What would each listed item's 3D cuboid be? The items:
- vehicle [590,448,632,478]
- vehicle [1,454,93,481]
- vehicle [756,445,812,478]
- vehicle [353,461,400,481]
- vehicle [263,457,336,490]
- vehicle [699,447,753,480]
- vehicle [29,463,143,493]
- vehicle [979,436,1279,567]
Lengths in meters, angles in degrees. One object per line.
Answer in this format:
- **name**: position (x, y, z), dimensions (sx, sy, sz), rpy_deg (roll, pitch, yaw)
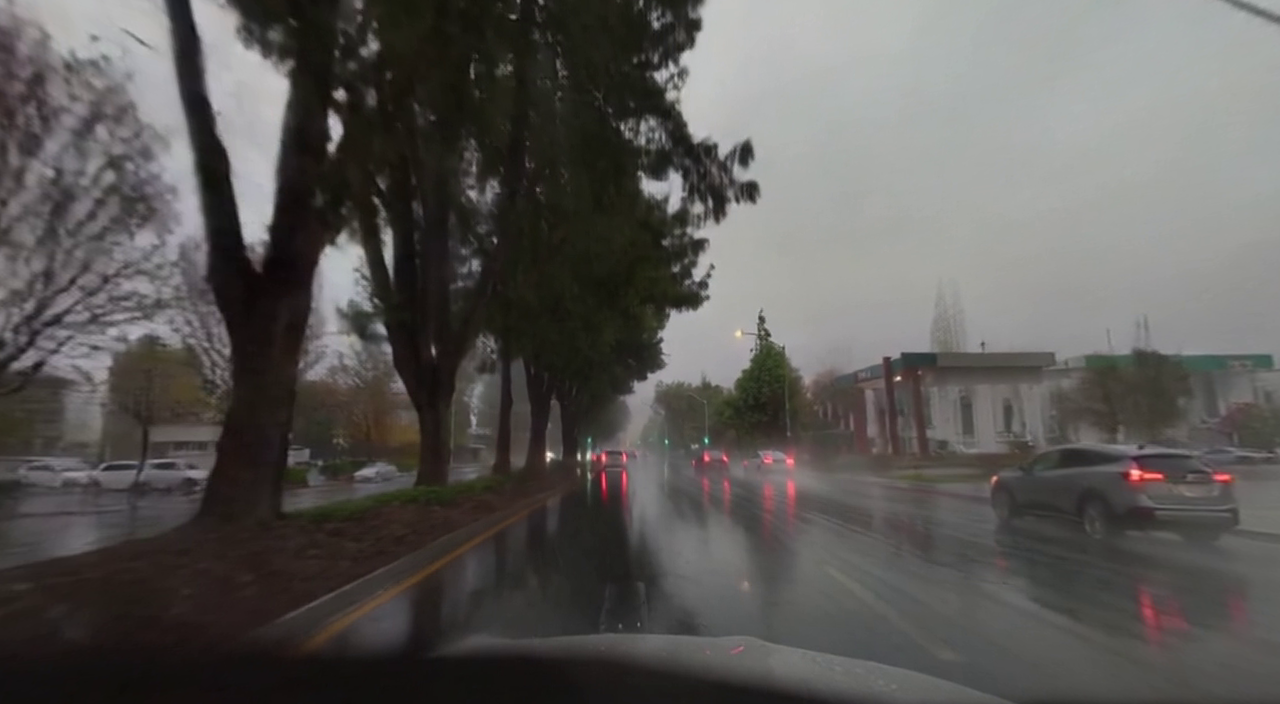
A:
- **vehicle**: position (-1.529, 5.819, 33.395), dimensions (2.077, 1.477, 3.897), rpy_deg (0, -9, -3)
- **vehicle**: position (-41.104, 7.998, 43.848), dimensions (4.361, 1.773, 2.028), rpy_deg (-1, -9, 4)
- **vehicle**: position (7.780, 5.946, 34.560), dimensions (1.945, 1.687, 4.292), rpy_deg (0, -9, -2)
- **vehicle**: position (-20.294, 9.150, 48.802), dimensions (1.769, 1.344, 3.947), rpy_deg (0, -9, 2)
- **vehicle**: position (-19.911, 7.106, 37.227), dimensions (2.013, 1.655, 4.604), rpy_deg (-2, -8, -4)
- **vehicle**: position (4.097, 5.373, 30.691), dimensions (2.020, 1.472, 3.958), rpy_deg (0, -9, -1)
- **vehicle**: position (-29.375, 6.690, 33.563), dimensions (4.320, 1.459, 1.860), rpy_deg (0, -9, 3)
- **vehicle**: position (7.484, 2.102, 9.748), dimensions (1.888, 1.508, 4.646), rpy_deg (0, -9, 0)
